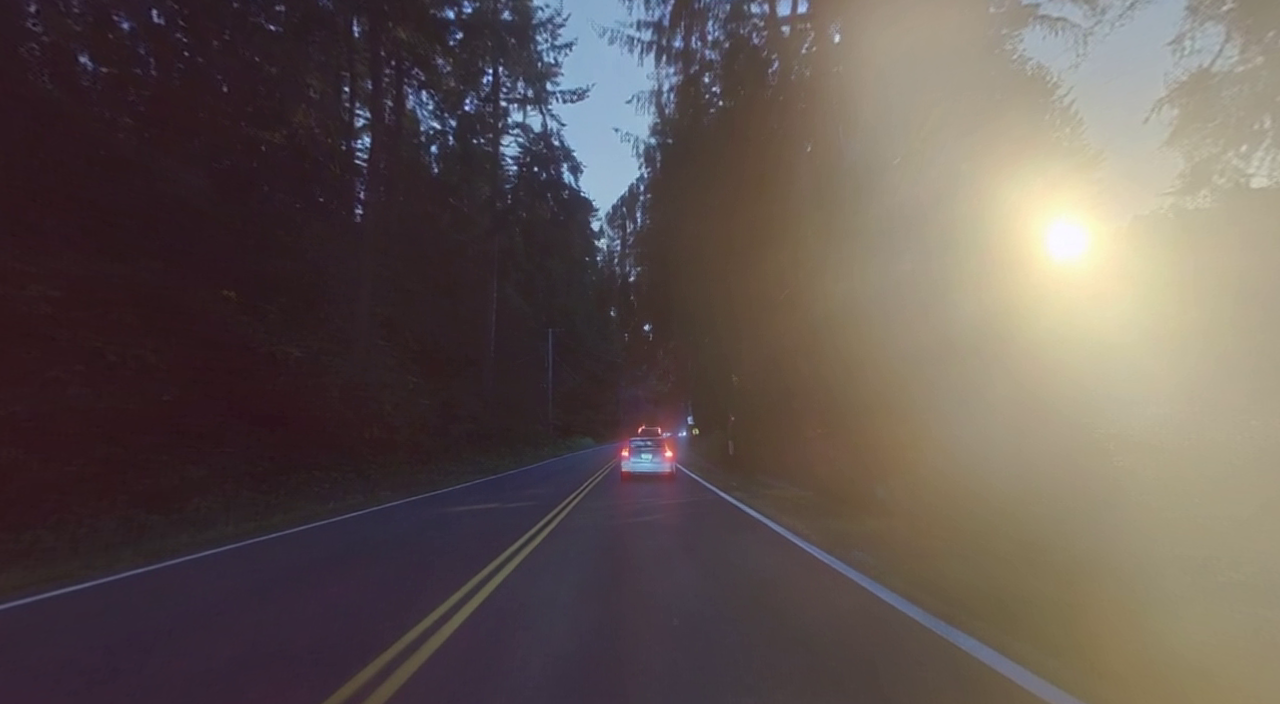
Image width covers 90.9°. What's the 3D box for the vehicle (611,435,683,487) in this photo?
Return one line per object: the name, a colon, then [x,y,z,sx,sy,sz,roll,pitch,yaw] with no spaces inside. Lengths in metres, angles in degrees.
vehicle: [0.178,3.429,20.132,2.081,1.503,3.726,0,-8,-1]
